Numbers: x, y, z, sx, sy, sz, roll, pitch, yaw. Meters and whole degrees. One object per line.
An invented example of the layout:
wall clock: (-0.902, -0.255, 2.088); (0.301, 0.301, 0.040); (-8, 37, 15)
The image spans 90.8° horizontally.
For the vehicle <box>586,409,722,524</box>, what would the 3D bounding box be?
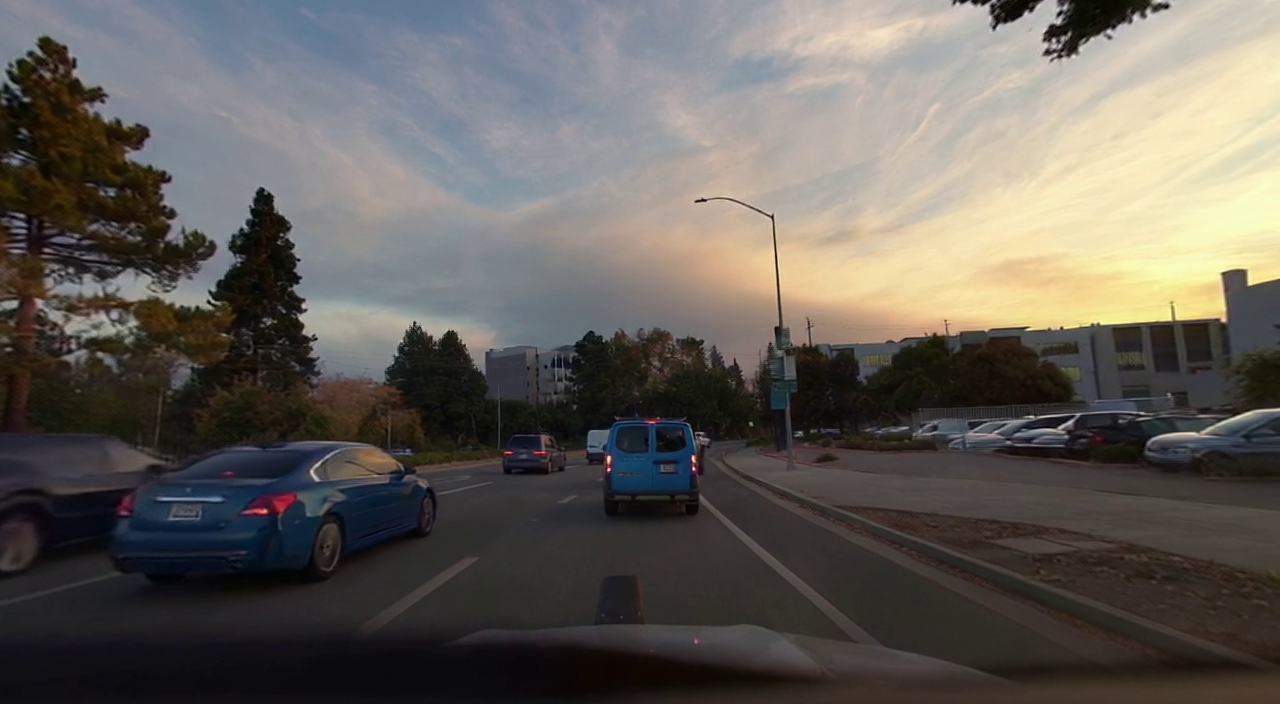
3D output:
vehicle: (0.295, 2.154, 12.295); (2.173, 1.830, 4.189); (0, -9, 2)

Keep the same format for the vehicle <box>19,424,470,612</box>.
vehicle: (-3.825, 1.679, 7.484); (1.991, 1.459, 4.813); (-1, -9, 4)

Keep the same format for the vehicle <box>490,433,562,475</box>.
vehicle: (-5.107, 4.649, 28.971); (2.116, 1.714, 4.757); (-1, -9, 4)
